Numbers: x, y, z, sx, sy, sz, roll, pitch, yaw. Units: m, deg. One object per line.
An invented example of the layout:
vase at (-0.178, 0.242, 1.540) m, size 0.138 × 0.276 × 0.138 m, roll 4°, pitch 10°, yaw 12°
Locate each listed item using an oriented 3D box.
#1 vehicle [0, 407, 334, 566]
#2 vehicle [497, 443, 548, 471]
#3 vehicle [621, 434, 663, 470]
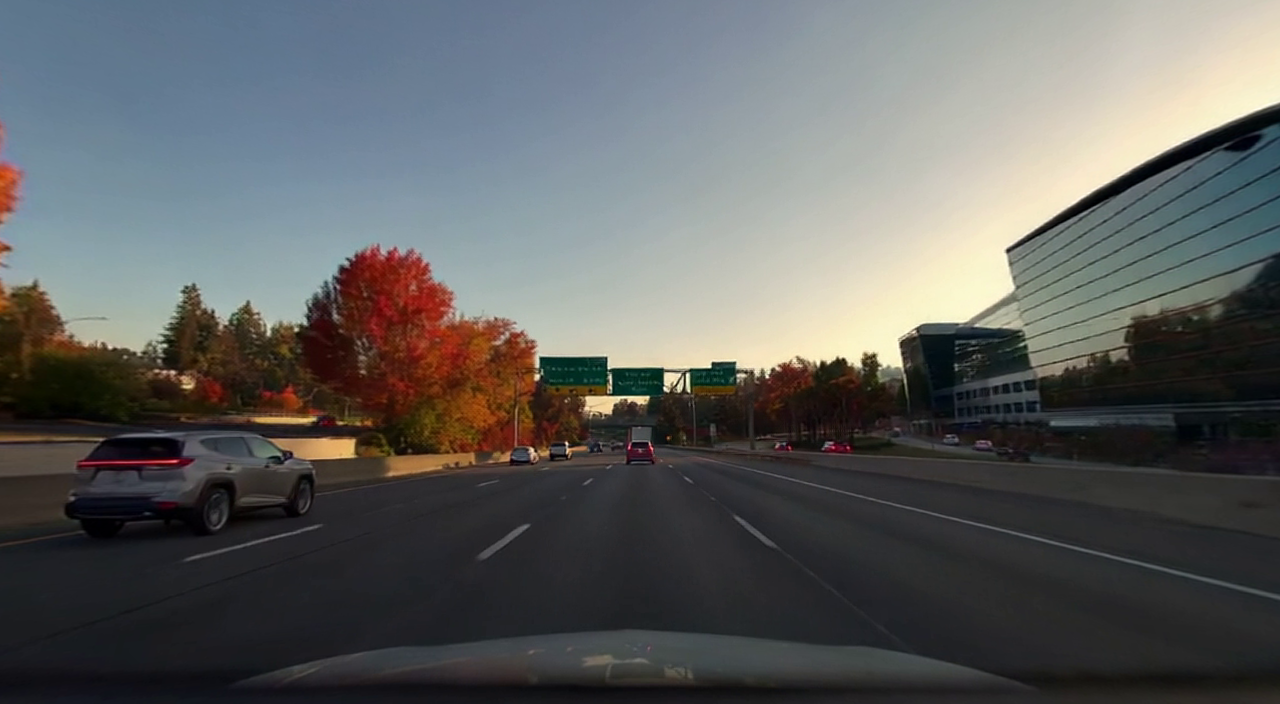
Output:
vehicle at (-7.123, 1.937, 9.861) m, size 2.146 × 1.834 × 4.999 m, roll 0°, pitch -9°, yaw 0°
vehicle at (-6.760, 6.088, 36.636) m, size 2.074 × 1.495 × 4.643 m, roll 0°, pitch -9°, yaw 0°
vehicle at (0.107, 5.702, 36.033) m, size 2.245 × 1.863 × 4.801 m, roll 0°, pitch -9°, yaw 0°
